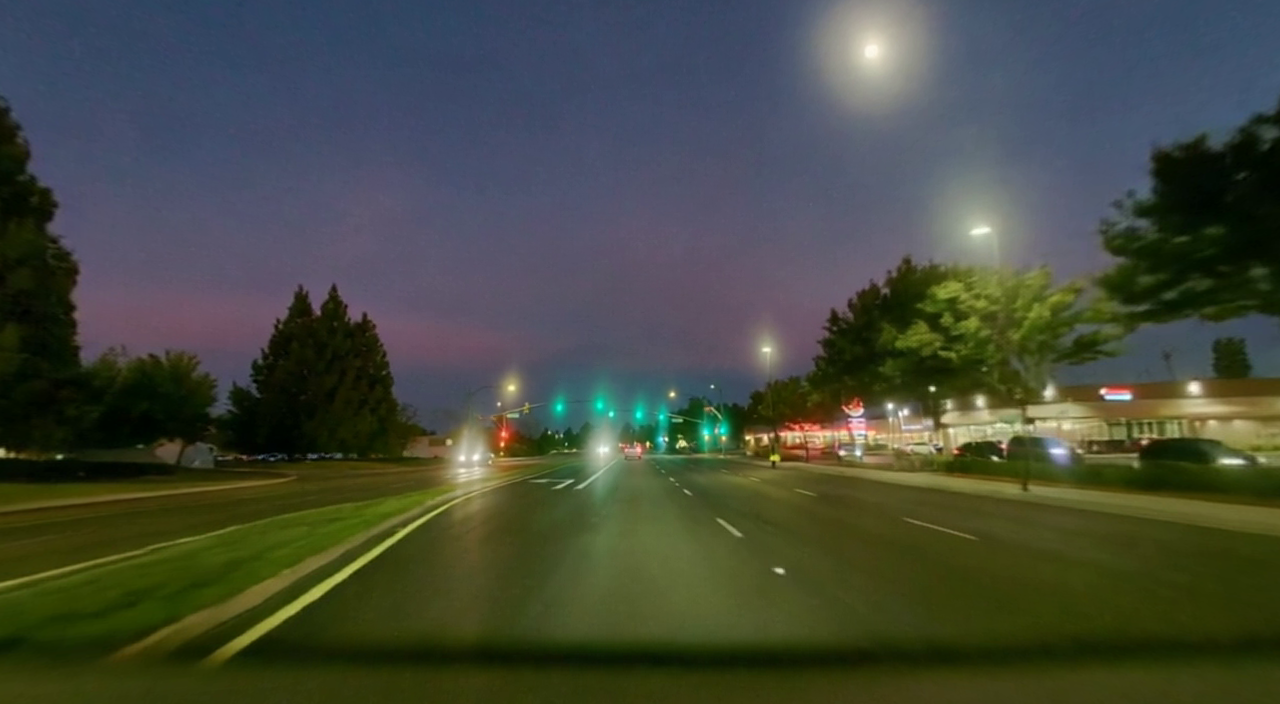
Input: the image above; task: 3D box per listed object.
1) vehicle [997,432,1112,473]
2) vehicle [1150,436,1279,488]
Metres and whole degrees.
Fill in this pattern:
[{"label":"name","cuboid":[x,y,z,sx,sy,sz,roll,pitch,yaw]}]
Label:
[{"label":"vehicle","cuboid":[20.333,4.924,30.976,5.072,1.887,2.189,4,-10,-24]},{"label":"vehicle","cuboid":[19.539,3.658,21.244,4.238,1.561,1.922,4,-10,-26]}]
